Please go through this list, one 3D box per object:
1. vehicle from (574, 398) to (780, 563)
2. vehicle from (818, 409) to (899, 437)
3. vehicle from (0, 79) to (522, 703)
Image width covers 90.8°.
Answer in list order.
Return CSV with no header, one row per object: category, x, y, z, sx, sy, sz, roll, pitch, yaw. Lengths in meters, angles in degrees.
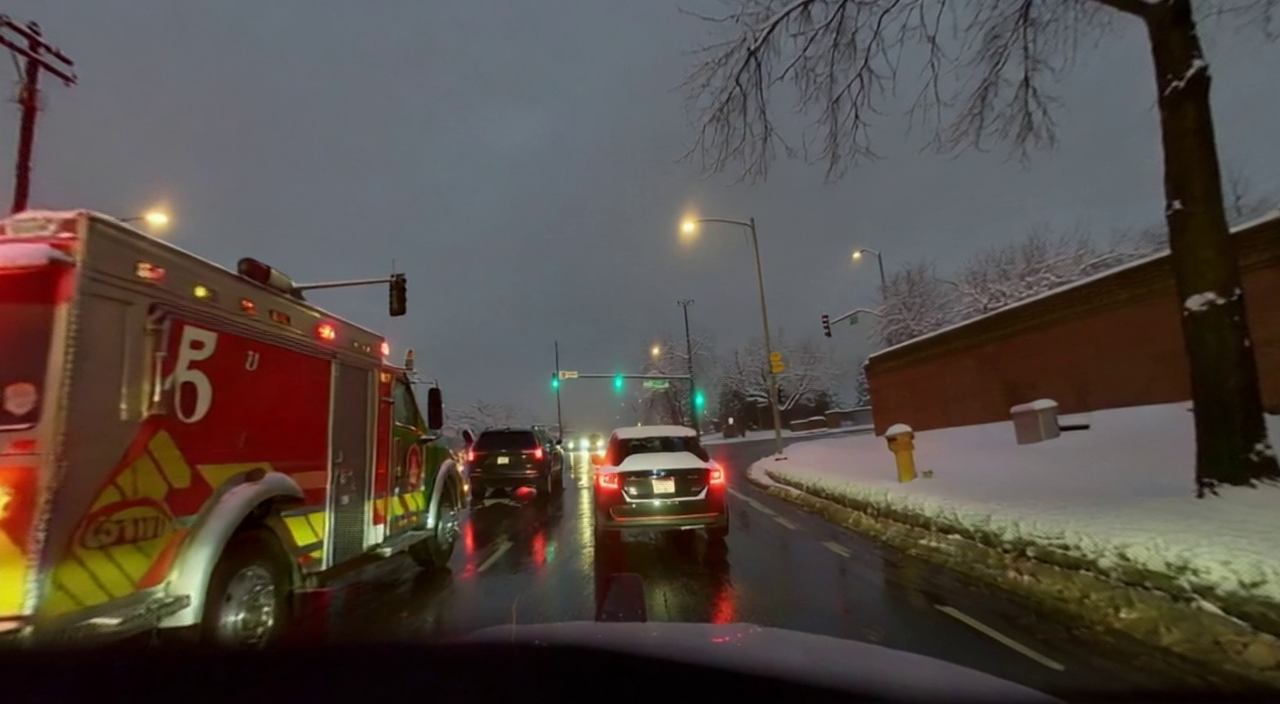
vehicle,0.240,1.807,9.657,2.332,1.831,4.930,0,-8,-4
vehicle,14.394,4.719,41.713,4.528,1.704,2.073,1,-9,-12
vehicle,-3.544,0.714,6.526,3.504,3.426,7.085,0,-6,-2
